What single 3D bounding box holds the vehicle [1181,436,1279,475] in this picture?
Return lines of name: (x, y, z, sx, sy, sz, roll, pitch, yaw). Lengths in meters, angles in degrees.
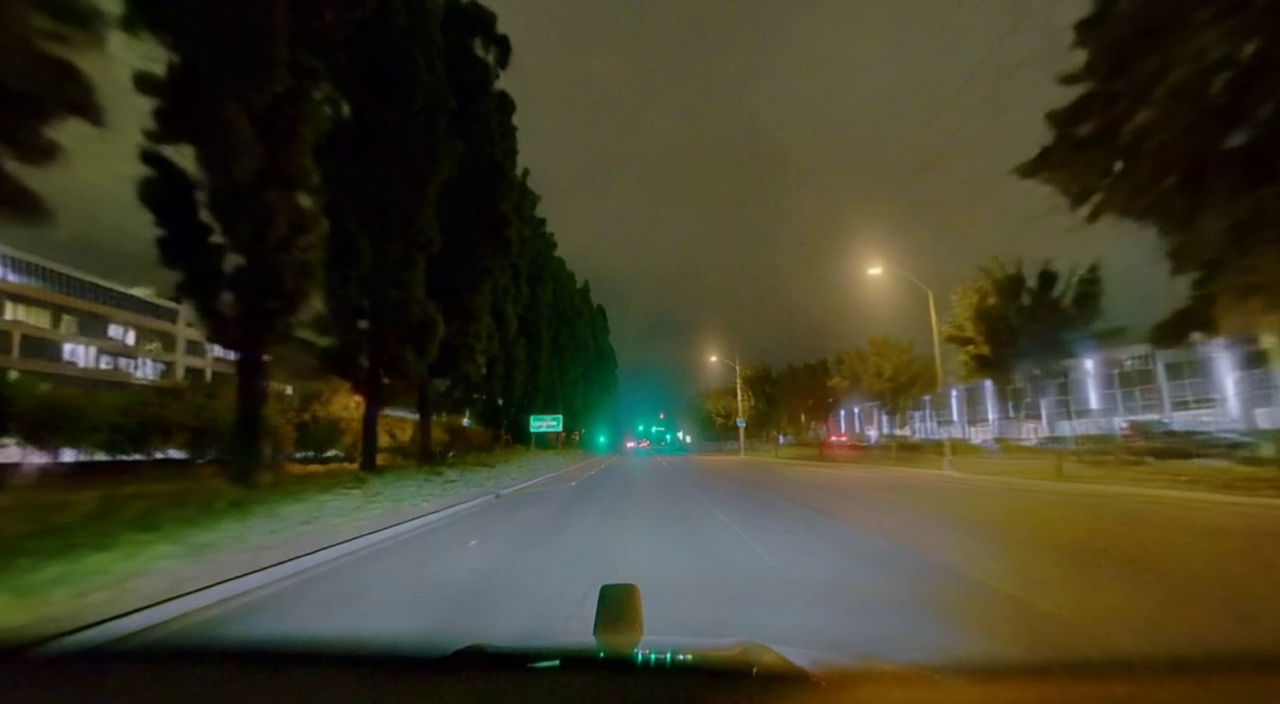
vehicle: (24.575, 4.185, 25.701, 1.579, 1.419, 3.726, -2, -9, -4)
